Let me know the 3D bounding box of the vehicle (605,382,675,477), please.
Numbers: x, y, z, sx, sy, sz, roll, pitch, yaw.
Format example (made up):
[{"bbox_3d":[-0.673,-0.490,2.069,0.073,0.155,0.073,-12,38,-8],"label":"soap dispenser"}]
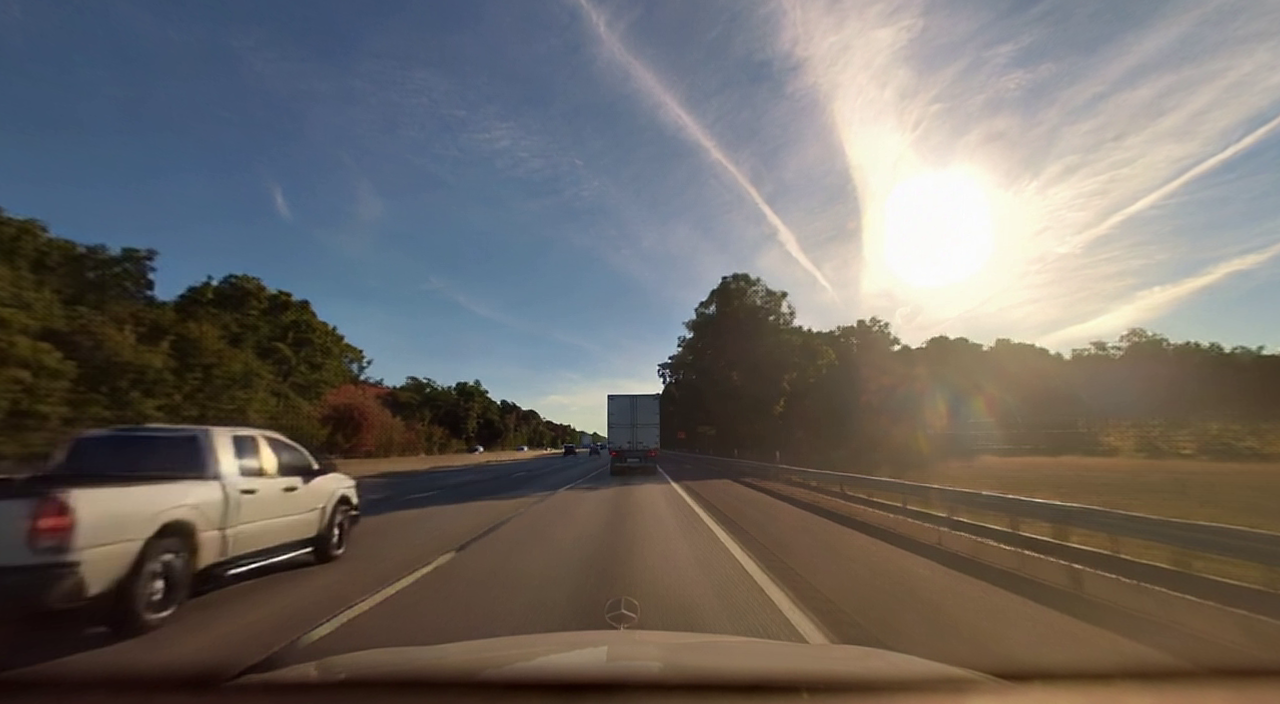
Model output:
[{"bbox_3d":[-0.077,4.216,33.190,3.052,4.132,11.336,0,-9,-1],"label":"vehicle"}]

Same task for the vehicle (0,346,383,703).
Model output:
[{"bbox_3d":[-4.336,1.209,5.212,2.285,1.833,4.984,0,-9,0],"label":"vehicle"}]
